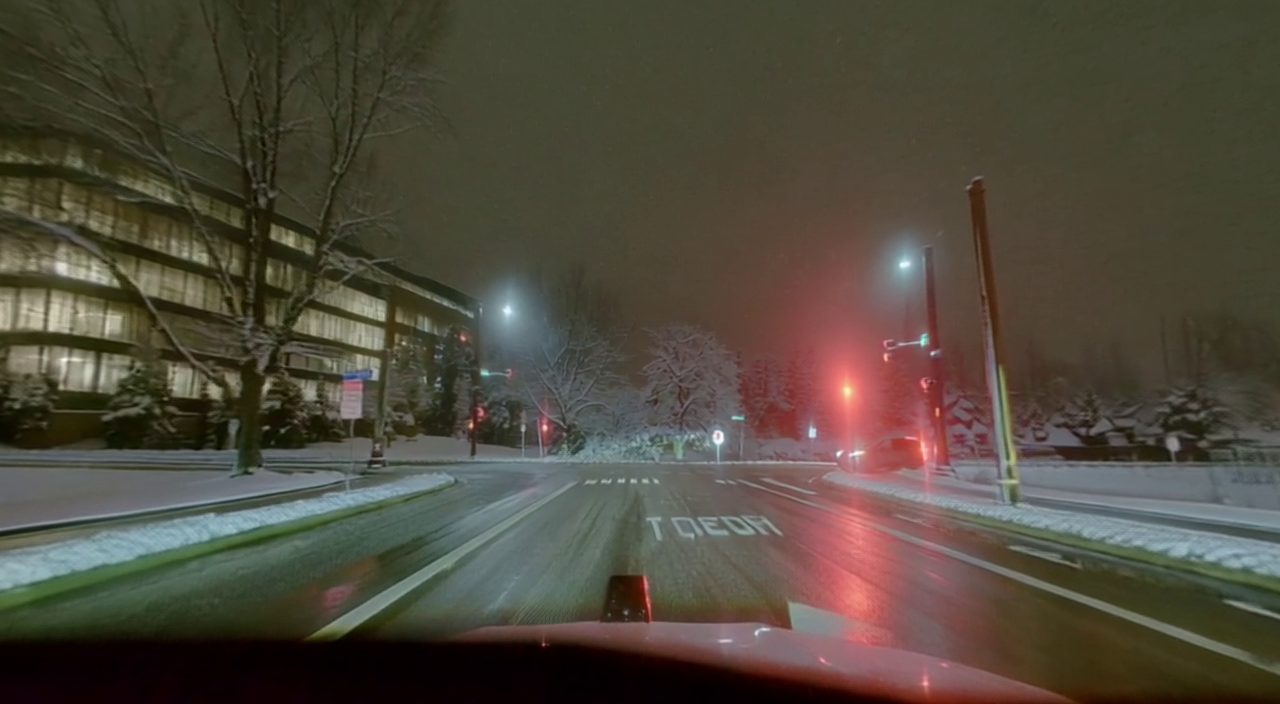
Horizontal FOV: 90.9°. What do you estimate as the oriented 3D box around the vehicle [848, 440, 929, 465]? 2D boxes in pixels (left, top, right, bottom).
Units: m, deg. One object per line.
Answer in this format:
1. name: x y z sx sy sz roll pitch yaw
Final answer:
1. vehicle: 17.127 6.937 43.668 4.715 1.671 2.030 0 -8 0
